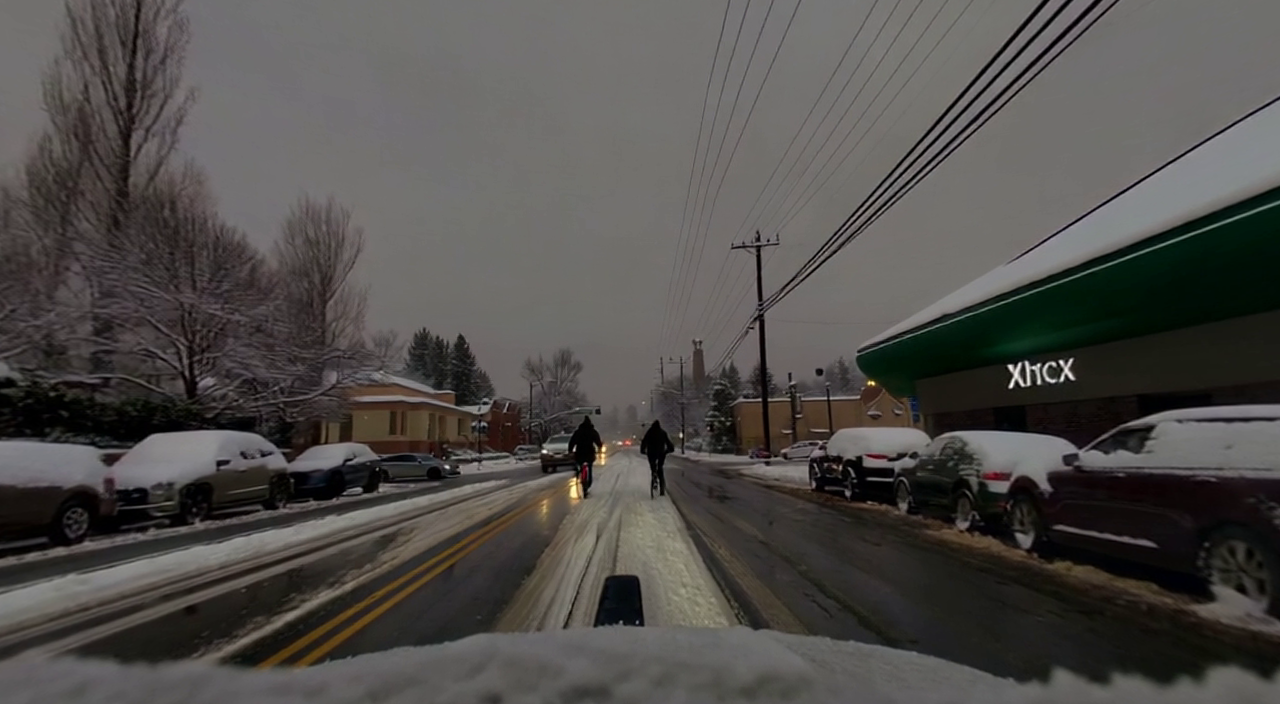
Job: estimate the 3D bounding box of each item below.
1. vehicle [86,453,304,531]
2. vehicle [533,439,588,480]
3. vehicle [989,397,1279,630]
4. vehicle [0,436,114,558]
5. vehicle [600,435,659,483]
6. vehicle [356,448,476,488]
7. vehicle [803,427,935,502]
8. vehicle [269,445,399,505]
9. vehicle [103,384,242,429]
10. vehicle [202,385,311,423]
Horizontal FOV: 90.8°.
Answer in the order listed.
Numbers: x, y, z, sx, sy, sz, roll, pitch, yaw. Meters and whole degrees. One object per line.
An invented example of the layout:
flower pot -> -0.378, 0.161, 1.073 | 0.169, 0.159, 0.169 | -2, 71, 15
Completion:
vehicle -> -10.316, 3.224, 15.211 | 1.904, 1.495, 4.585 | 0, -8, 0
vehicle -> -4.026, 5.514, 32.798 | 2.184, 1.954, 4.898 | 0, -8, 0
vehicle -> 5.543, 1.366, 6.001 | 1.972, 1.623, 4.469 | 0, -8, 2
vehicle -> -10.420, 2.110, 9.053 | 1.937, 1.780, 4.477 | 0, -8, -1
vehicle -> -0.404, 4.283, 25.535 | 2.190, 1.783, 4.048 | 0, -8, -1
vehicle -> -10.788, 5.622, 30.740 | 4.961, 1.832, 2.287 | 0, -8, 0
vehicle -> 5.779, 2.875, 16.540 | 1.873, 1.714, 3.979 | 0, -8, -1
vehicle -> -10.280, 4.113, 21.771 | 2.075, 1.816, 4.900 | 0, -8, -1
vehicle -> -17.309, 2.048, 23.522 | 3.750, 1.495, 1.727 | -1, -8, -2
vehicle -> -17.160, 2.368, 28.398 | 3.685, 1.584, 1.708 | 1, -9, -3
